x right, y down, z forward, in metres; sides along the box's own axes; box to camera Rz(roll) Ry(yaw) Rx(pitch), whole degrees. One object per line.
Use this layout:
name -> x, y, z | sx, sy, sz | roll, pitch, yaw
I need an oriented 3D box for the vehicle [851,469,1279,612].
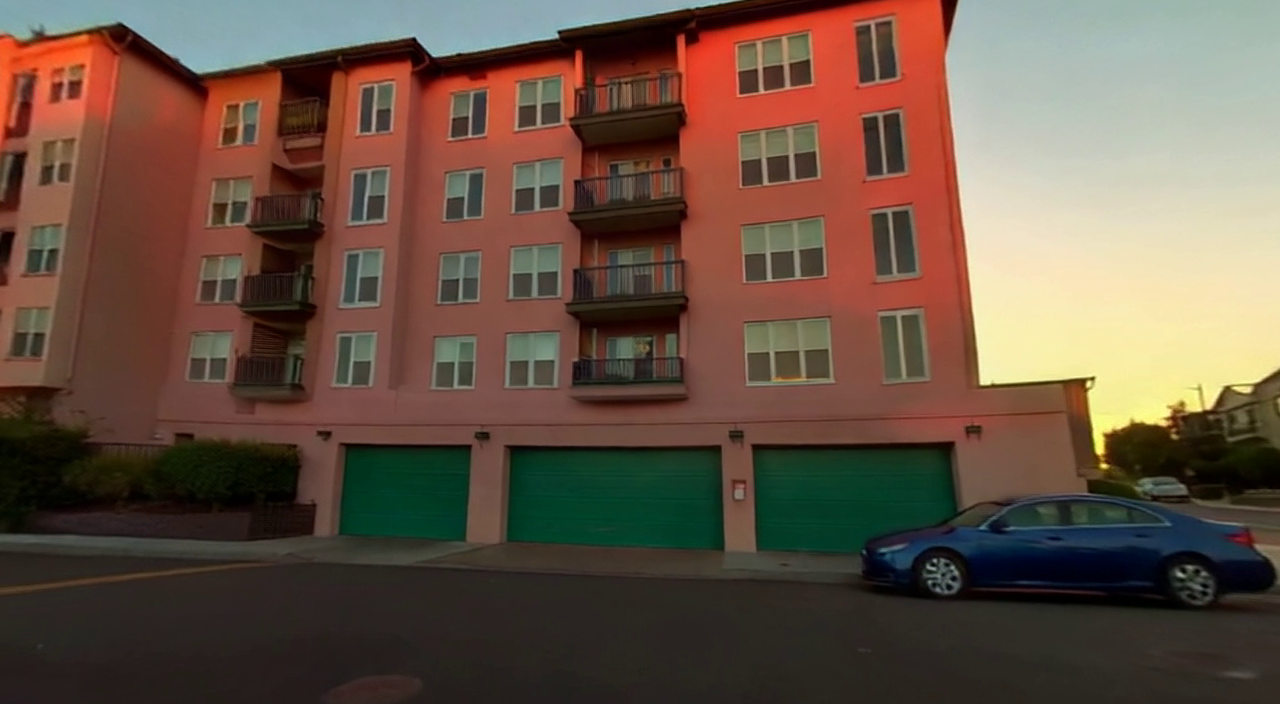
vehicle -> 5.304, 2.288, 8.118 | 4.697, 1.444, 1.825 | -3, -10, 13
